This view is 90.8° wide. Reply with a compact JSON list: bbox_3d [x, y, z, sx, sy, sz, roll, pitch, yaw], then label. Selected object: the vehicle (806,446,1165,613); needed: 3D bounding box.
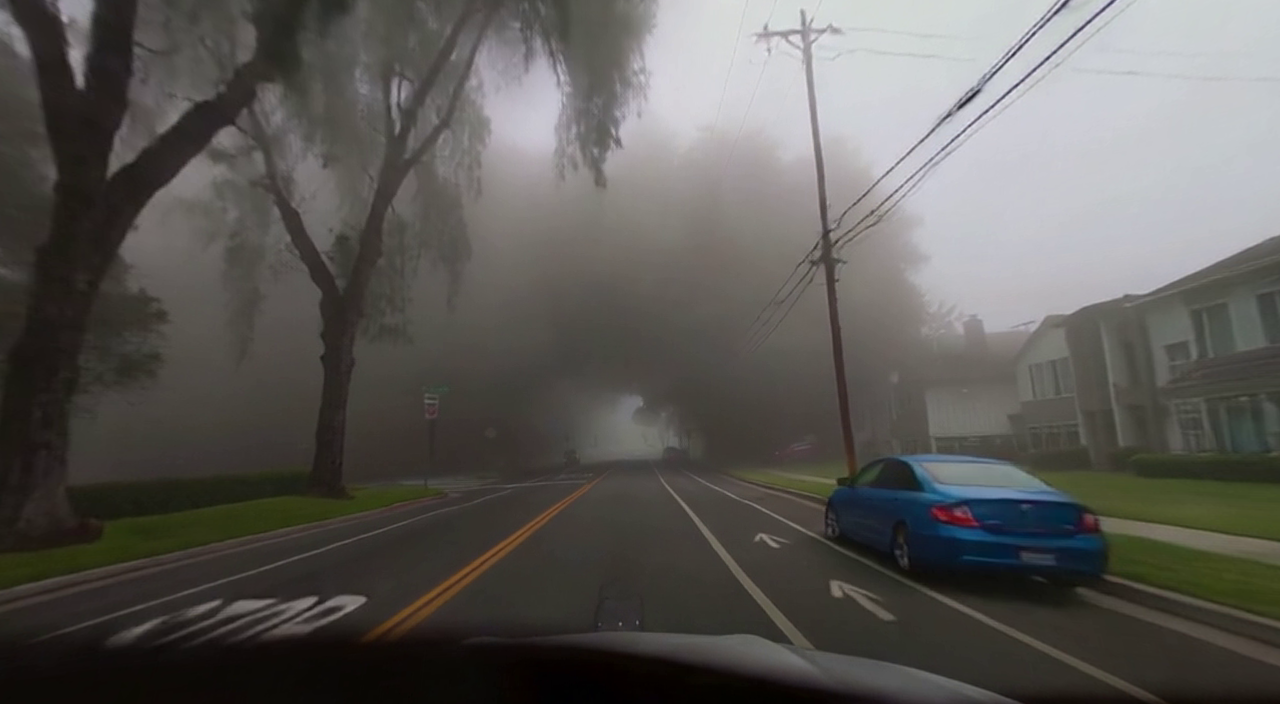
[{"bbox_3d":[3.722,1.965,7.996,1.961,1.472,4.434,0,-9,-1],"label":"vehicle"}]
